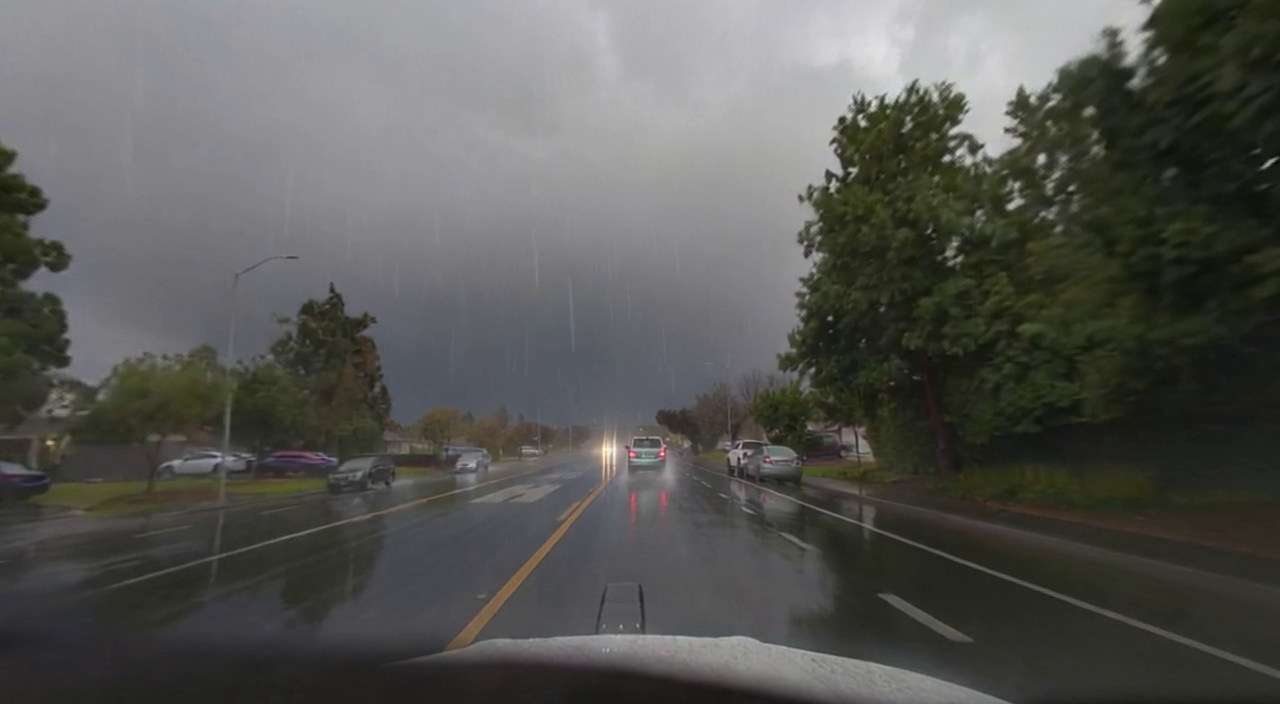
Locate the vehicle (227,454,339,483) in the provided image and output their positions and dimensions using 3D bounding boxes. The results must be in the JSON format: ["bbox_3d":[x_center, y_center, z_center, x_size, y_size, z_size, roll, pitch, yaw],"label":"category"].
[{"bbox_3d":[-19.025,6.220,33.858,4.801,1.478,1.883,0,-8,-2],"label":"vehicle"}]

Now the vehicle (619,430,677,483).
[{"bbox_3d":[0.303,4.235,25.863,2.153,1.942,4.767,0,-8,0],"label":"vehicle"}]

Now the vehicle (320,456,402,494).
[{"bbox_3d":[-12.198,5.371,27.937,1.920,1.476,3.826,0,-8,-1],"label":"vehicle"}]

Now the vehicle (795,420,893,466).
[{"bbox_3d":[12.014,5.377,37.498,4.855,2.572,2.358,-1,-8,-1],"label":"vehicle"}]

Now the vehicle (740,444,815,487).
[{"bbox_3d":[5.135,4.280,24.135,1.902,1.472,4.139,0,-8,-1],"label":"vehicle"}]

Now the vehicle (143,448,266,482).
[{"bbox_3d":[-24.654,6.392,35.921,5.278,1.780,2.246,0,-8,0],"label":"vehicle"}]

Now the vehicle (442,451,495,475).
[{"bbox_3d":[-12.318,8.026,45.803,2.192,1.541,5.391,0,-8,1],"label":"vehicle"}]
